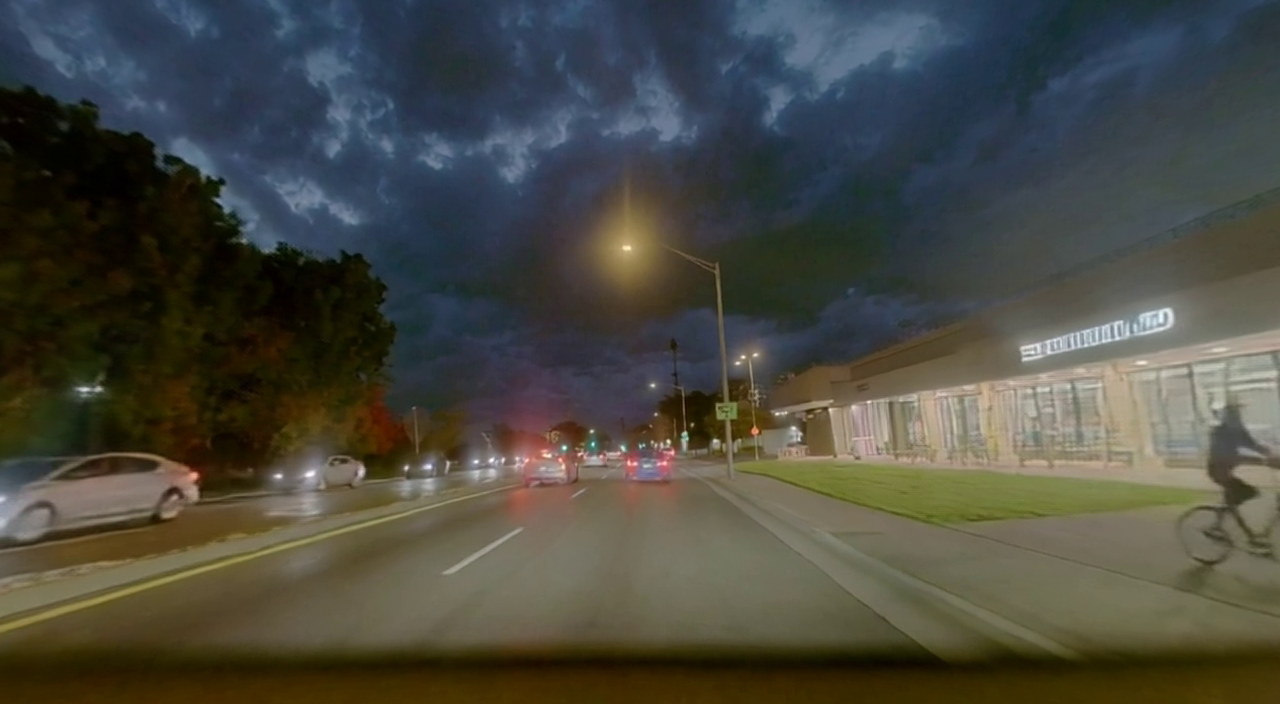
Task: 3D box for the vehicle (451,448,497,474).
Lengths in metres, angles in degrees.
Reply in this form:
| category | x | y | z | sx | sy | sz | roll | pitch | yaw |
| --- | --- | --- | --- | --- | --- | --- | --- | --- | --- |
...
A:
| category | x | y | z | sx | sy | sz | roll | pitch | yaw |
| --- | --- | --- | --- | --- | --- | --- | --- | --- | --- |
| vehicle | -12.301 | 8.102 | 47.122 | 1.999 | 1.755 | 4.518 | -1 | -9 | 3 |

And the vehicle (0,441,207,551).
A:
| category | x | y | z | sx | sy | sz | roll | pitch | yaw |
| --- | --- | --- | --- | --- | --- | --- | --- | --- | --- |
| vehicle | -10.914 | 2.570 | 11.887 | 2.175 | 1.684 | 4.475 | -1 | -9 | 3 |

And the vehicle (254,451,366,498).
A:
| category | x | y | z | sx | sy | sz | roll | pitch | yaw |
| --- | --- | --- | --- | --- | --- | --- | --- | --- | --- |
| vehicle | -13.946 | 5.175 | 27.102 | 2.050 | 1.786 | 4.633 | -1 | -9 | 3 |

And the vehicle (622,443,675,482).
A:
| category | x | y | z | sx | sy | sz | roll | pitch | yaw |
| --- | --- | --- | --- | --- | --- | --- | --- | --- | --- |
| vehicle | 0.281 | 4.670 | 26.853 | 2.085 | 1.475 | 3.976 | 0 | -9 | -2 |

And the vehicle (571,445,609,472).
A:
| category | x | y | z | sx | sy | sz | roll | pitch | yaw |
| --- | --- | --- | --- | --- | --- | --- | --- | --- | --- |
| vehicle | -2.983 | 6.483 | 38.587 | 1.887 | 1.517 | 4.254 | -1 | -9 | 2 |

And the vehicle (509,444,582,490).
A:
| category | x | y | z | sx | sy | sz | roll | pitch | yaw |
| --- | --- | --- | --- | --- | --- | --- | --- | --- | --- |
| vehicle | -3.289 | 4.083 | 22.771 | 1.921 | 1.477 | 4.083 | -1 | -9 | 1 |

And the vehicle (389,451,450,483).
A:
| category | x | y | z | sx | sy | sz | roll | pitch | yaw |
| --- | --- | --- | --- | --- | --- | --- | --- | --- | --- |
| vehicle | -12.808 | 6.668 | 36.986 | 1.936 | 1.656 | 4.284 | -2 | -9 | 2 |
